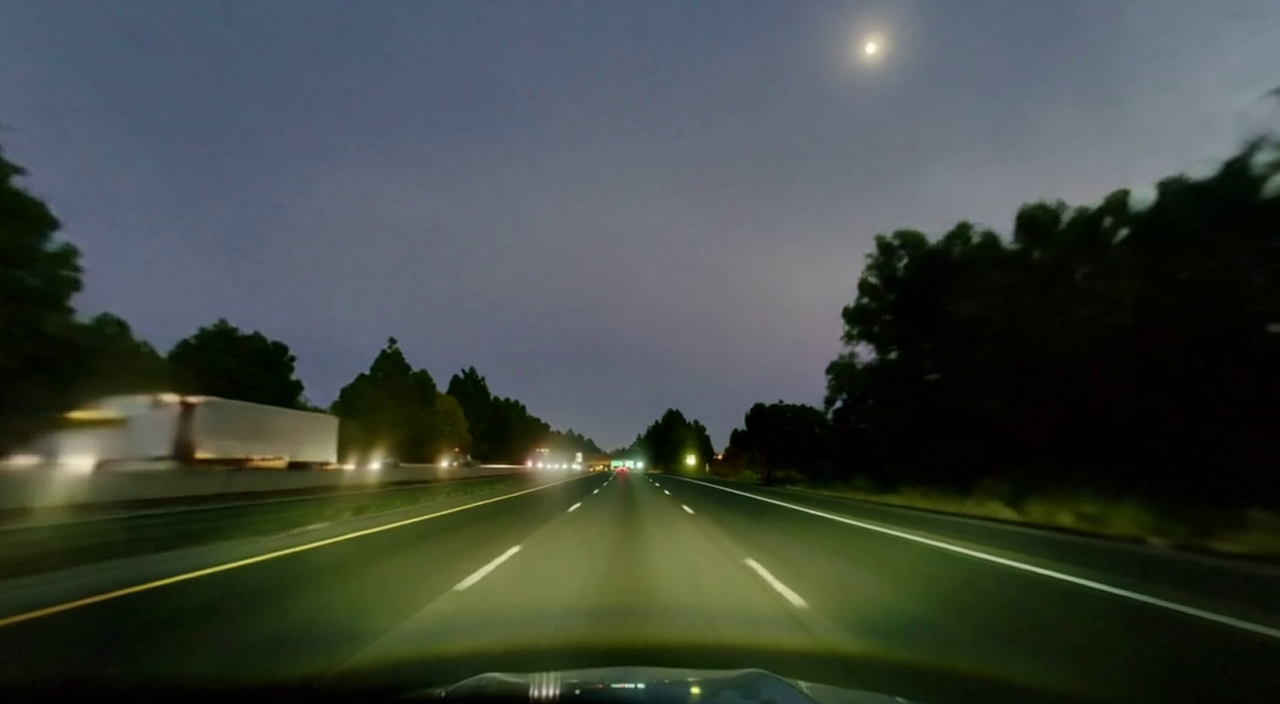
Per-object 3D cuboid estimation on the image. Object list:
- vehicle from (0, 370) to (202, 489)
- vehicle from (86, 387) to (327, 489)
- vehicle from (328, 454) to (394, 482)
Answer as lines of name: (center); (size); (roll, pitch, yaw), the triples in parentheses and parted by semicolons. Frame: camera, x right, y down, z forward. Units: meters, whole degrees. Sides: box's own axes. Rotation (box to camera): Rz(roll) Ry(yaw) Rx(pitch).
vehicle: (-20.513, 3.120, 24.143); (2.999, 3.965, 5.891); (1, -10, -1)
vehicle: (-20.725, 4.665, 32.104); (2.857, 4.033, 13.842); (1, -10, -2)
vehicle: (-16.172, 6.783, 36.812); (1.802, 1.466, 4.561); (1, -10, -1)
